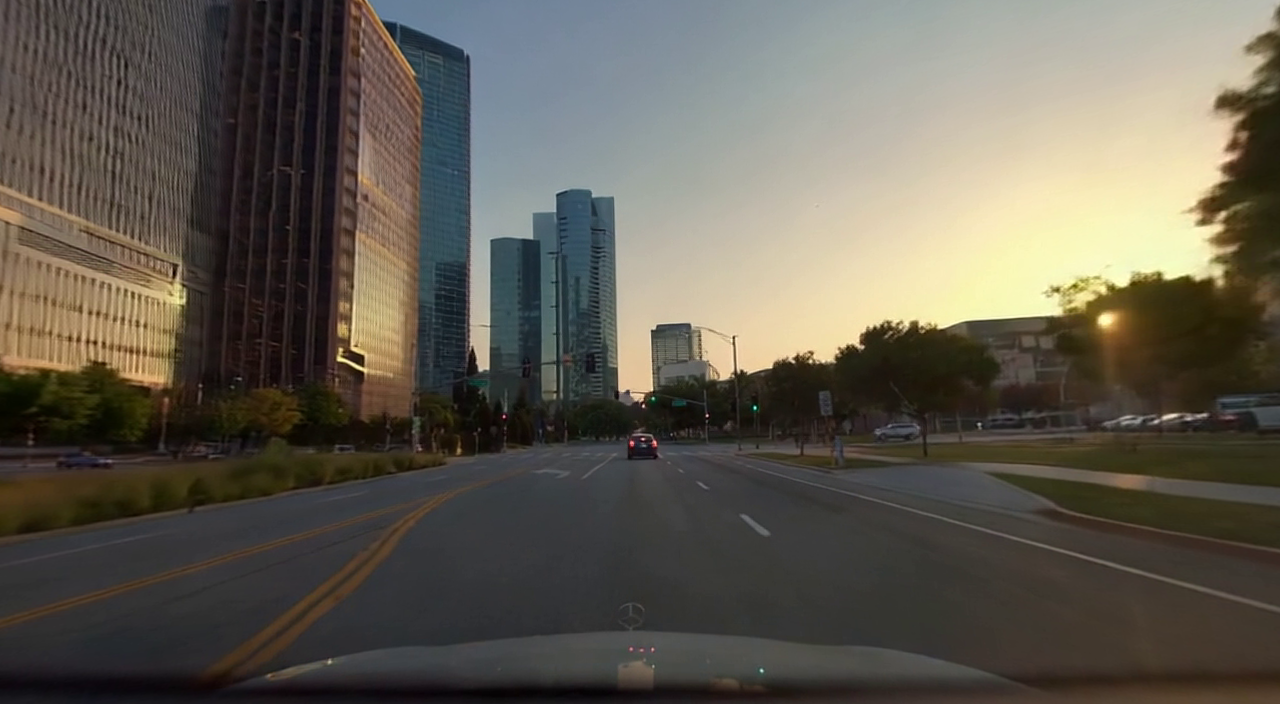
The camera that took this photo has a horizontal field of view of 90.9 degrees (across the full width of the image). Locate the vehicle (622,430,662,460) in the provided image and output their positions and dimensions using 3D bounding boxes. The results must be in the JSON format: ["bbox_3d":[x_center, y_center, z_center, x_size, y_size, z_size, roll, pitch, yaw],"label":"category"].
[{"bbox_3d":[0.065,5.398,36.666,2.184,1.640,4.086,0,-8,-1],"label":"vehicle"}]
